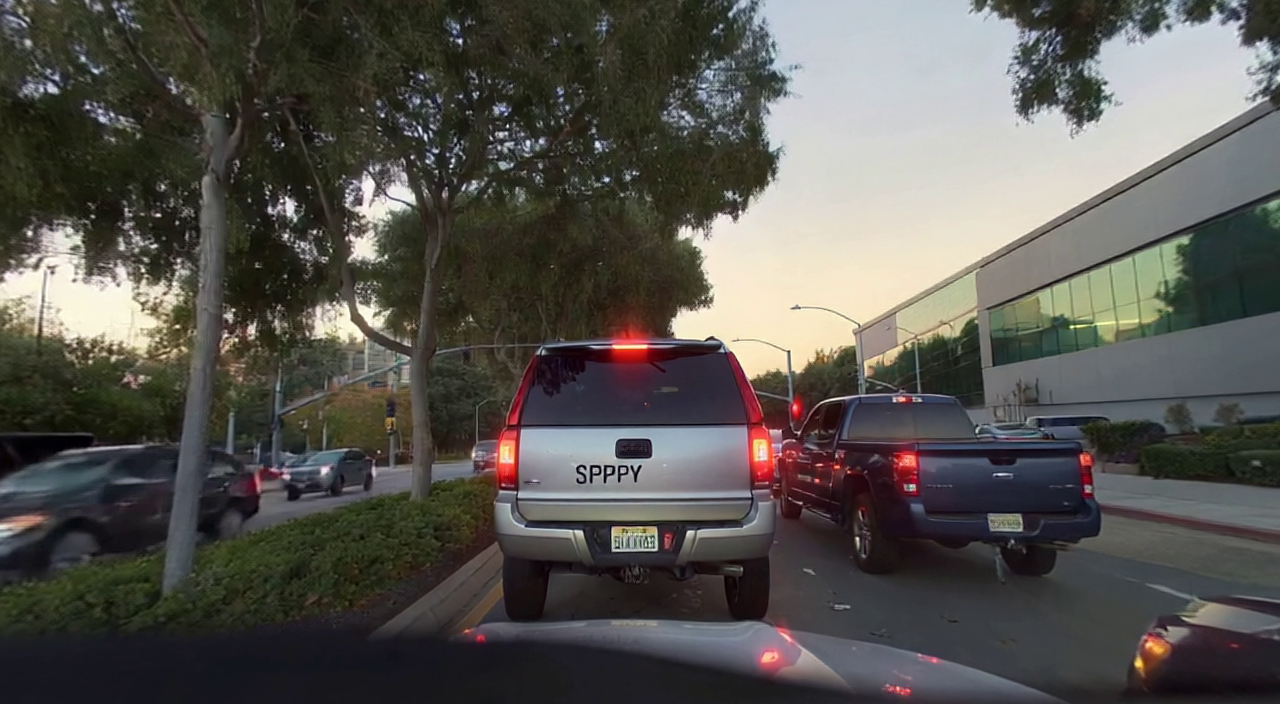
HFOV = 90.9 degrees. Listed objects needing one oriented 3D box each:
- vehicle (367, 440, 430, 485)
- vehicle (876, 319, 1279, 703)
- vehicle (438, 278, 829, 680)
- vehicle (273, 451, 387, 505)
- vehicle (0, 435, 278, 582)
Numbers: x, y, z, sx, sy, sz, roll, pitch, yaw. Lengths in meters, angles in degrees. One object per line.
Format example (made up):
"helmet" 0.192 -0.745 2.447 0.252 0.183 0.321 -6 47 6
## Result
"vehicle" -15.560 7.111 40.916 1.924 2.730 5.024 0 -8 2
"vehicle" 3.085 0.984 3.470 2.022 1.700 4.410 0 -8 3
"vehicle" 0.015 1.034 5.982 2.267 2.372 4.366 0 -8 2
"vehicle" -12.133 4.917 25.123 1.965 1.897 4.821 0 -8 1
"vehicle" -9.124 2.572 11.403 2.126 2.027 5.018 0 -8 0
